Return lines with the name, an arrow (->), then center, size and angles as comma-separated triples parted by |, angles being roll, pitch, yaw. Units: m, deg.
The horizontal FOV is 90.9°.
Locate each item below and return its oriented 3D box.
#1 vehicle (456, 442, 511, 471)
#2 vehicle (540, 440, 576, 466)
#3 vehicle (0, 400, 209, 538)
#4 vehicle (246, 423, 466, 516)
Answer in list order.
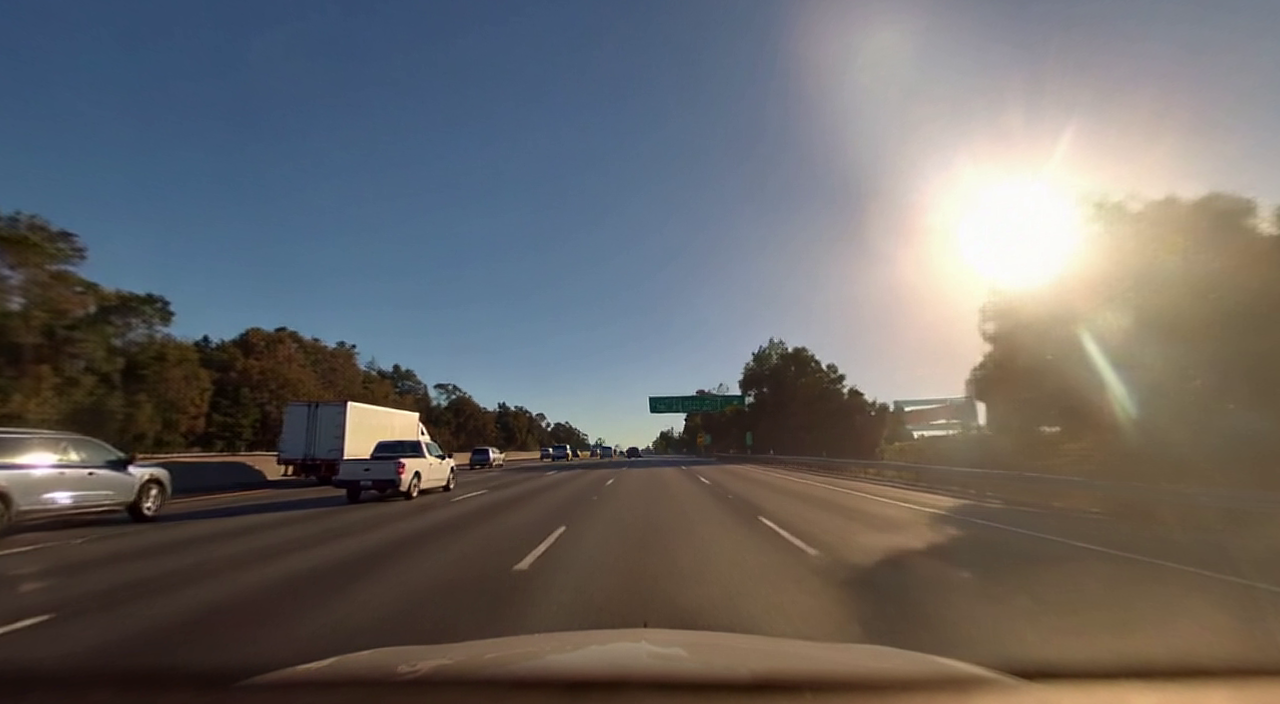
vehicle -> -9.516, 6.357, 38.746 | 2.060, 1.662, 4.469 | -1, -8, 2
vehicle -> -5.948, 7.339, 46.071 | 2.009, 1.735, 4.358 | -1, -8, 1
vehicle -> -10.257, 1.814, 9.965 | 2.576, 1.922, 6.067 | -1, -8, 0
vehicle -> -6.387, 2.726, 15.418 | 2.403, 1.773, 6.276 | -1, -8, 1
